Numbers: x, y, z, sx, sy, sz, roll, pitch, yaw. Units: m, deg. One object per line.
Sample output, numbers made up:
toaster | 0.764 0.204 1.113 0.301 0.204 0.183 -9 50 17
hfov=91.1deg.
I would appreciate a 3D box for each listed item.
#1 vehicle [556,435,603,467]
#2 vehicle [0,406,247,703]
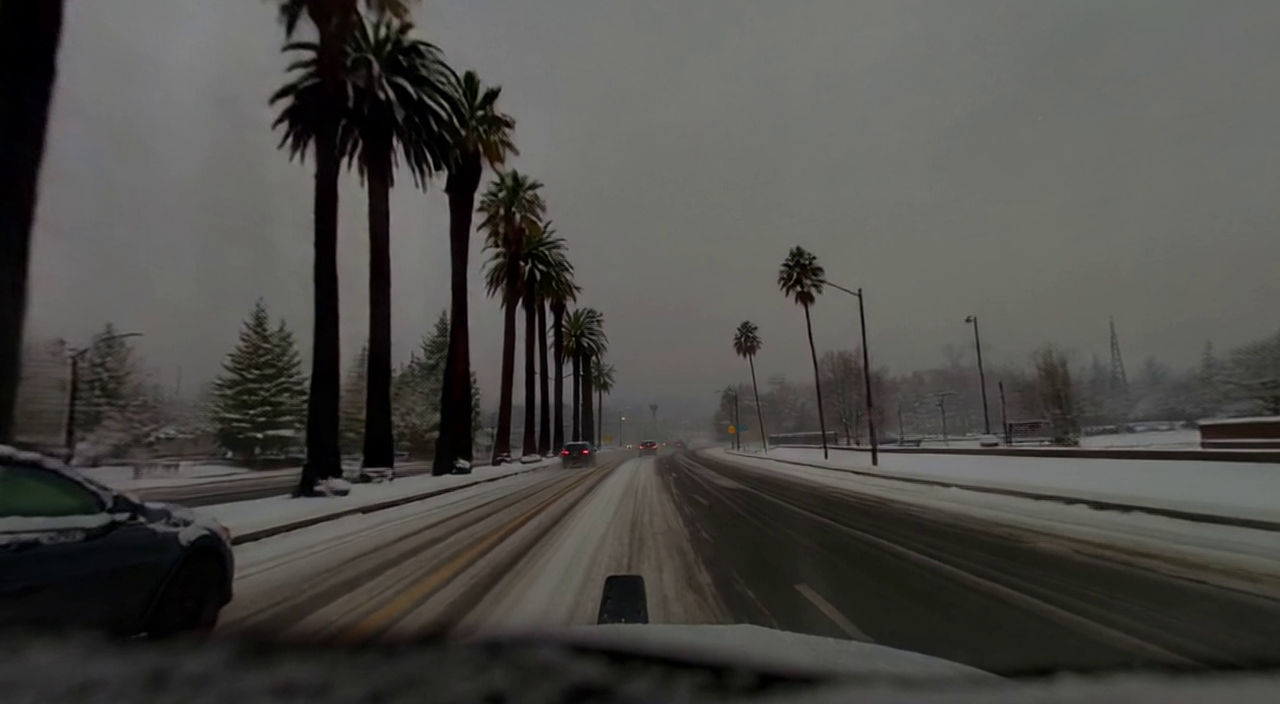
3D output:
vehicle | -3.611 6.035 38.385 2.188 1.819 4.667 0 -8 3
vehicle | -3.560 0.827 1.573 2.036 1.478 4.771 0 -8 0
